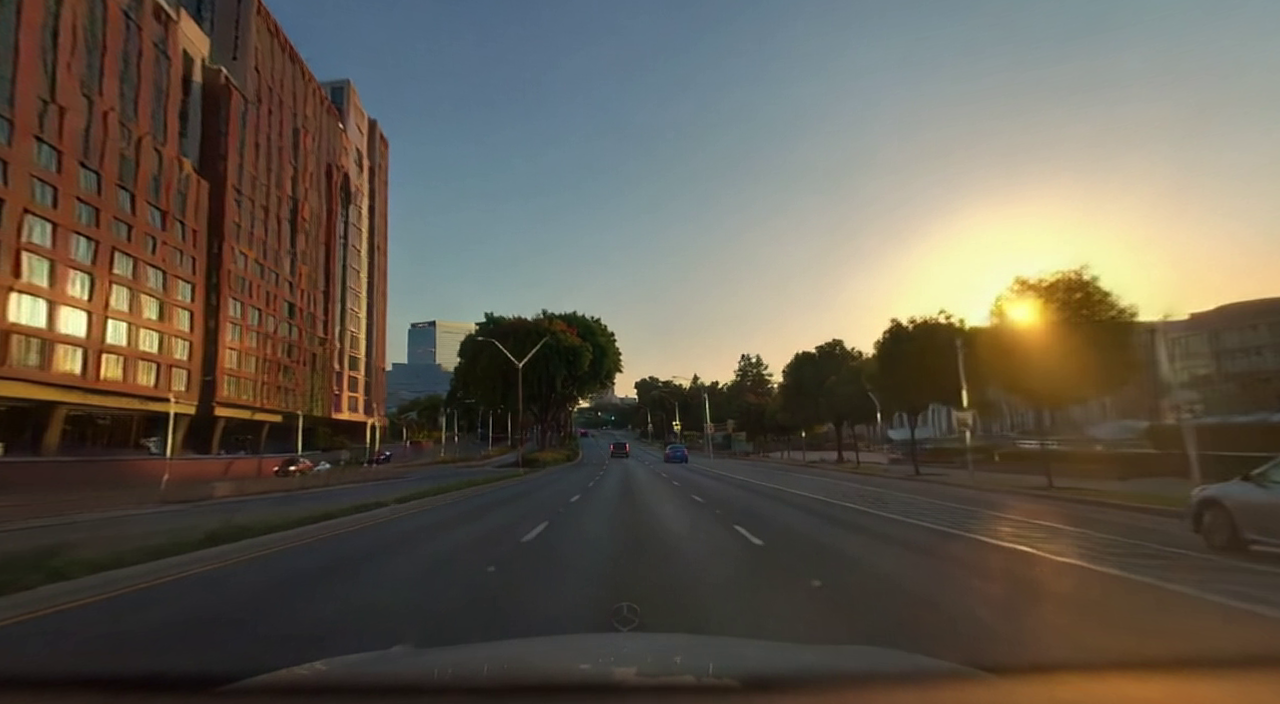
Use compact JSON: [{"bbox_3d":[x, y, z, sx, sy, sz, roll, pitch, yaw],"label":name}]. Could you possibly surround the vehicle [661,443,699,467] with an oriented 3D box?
[{"bbox_3d":[2.699,7.053,43.491,2.090,1.506,4.382,0,-8,-3],"label":"vehicle"}]
